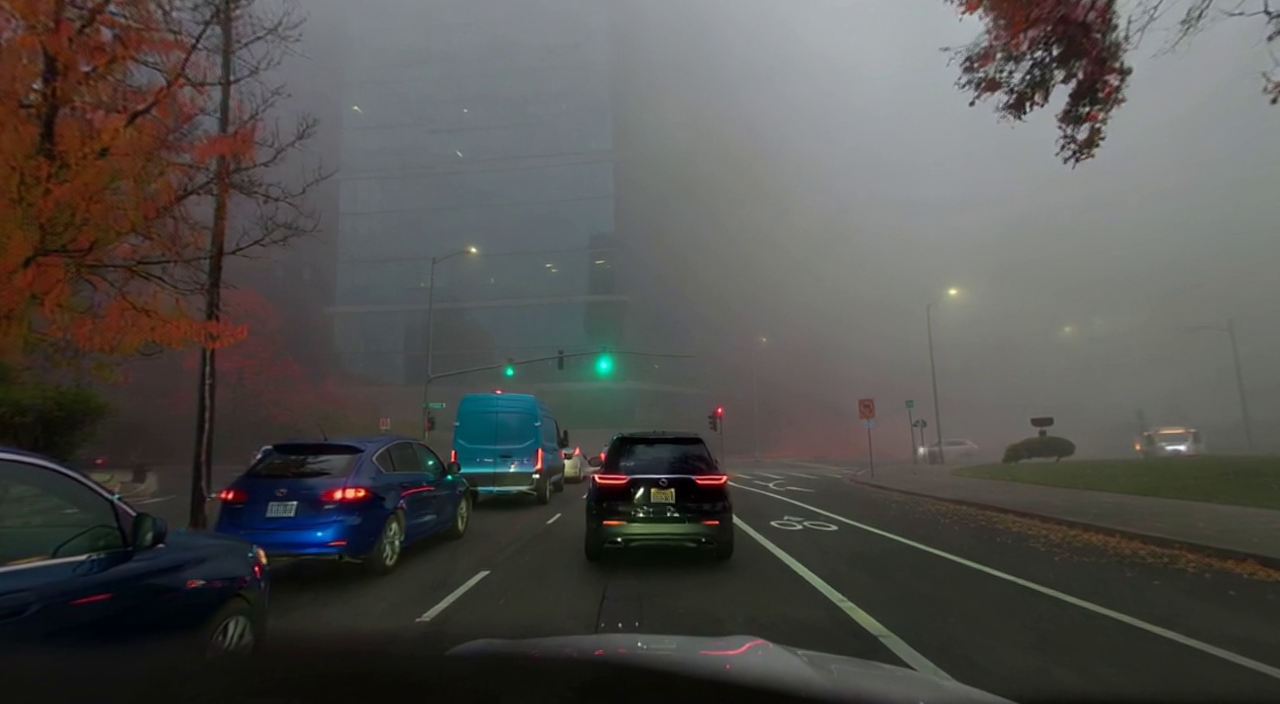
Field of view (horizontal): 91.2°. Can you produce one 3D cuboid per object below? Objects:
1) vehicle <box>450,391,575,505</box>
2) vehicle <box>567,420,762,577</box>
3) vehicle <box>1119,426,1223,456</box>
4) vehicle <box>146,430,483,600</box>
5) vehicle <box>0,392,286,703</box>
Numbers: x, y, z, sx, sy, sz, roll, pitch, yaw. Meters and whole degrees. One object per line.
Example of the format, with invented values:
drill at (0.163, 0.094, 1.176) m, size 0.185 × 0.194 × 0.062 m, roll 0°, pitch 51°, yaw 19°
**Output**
vehicle at (-3.273, 2.675, 17.565) m, size 2.343 × 2.635 × 5.684 m, roll 0°, pitch -9°, yaw 0°
vehicle at (0.189, 1.775, 8.247) m, size 1.979 × 1.562 × 3.630 m, roll 0°, pitch -9°, yaw -2°
vehicle at (28.543, 4.827, 33.918) m, size 1.762 × 1.487 × 4.488 m, roll -1°, pitch -9°, yaw 1°
vehicle at (-3.486, 1.809, 7.845) m, size 1.955 × 1.499 × 4.223 m, roll 0°, pitch -9°, yaw 0°
vehicle at (-2.903, 0.820, 1.525) m, size 1.893 × 1.491 × 3.798 m, roll 0°, pitch -9°, yaw -1°
